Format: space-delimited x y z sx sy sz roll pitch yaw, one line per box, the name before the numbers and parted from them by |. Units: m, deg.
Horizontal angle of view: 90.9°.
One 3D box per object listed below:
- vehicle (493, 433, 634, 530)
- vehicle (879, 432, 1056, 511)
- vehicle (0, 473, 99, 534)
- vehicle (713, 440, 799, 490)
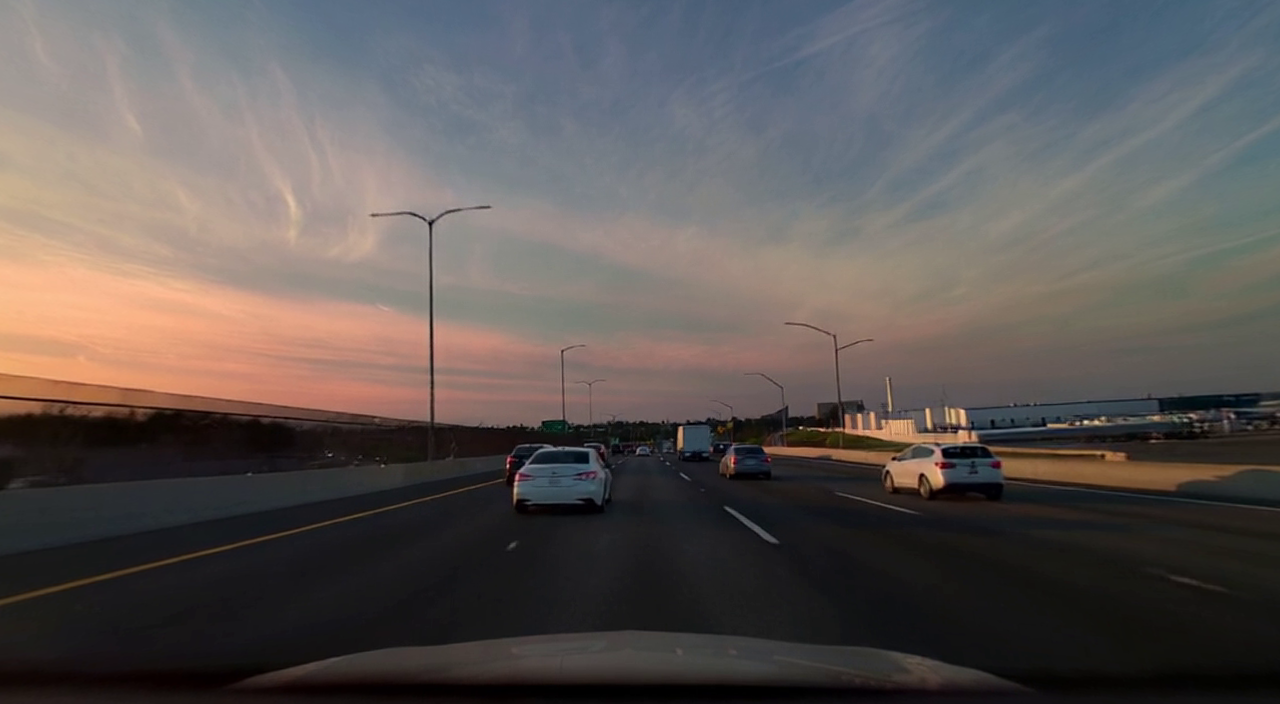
vehicle | -1.272 2.459 12.739 2.067 1.555 4.851 -1 -8 2
vehicle | 7.169 2.631 14.367 1.860 1.520 3.961 0 -8 -1
vehicle | -34.865 8.559 36.137 2.328 2.809 6.655 1 -8 -7
vehicle | 3.711 3.670 20.984 1.942 1.453 4.329 0 -8 -1
